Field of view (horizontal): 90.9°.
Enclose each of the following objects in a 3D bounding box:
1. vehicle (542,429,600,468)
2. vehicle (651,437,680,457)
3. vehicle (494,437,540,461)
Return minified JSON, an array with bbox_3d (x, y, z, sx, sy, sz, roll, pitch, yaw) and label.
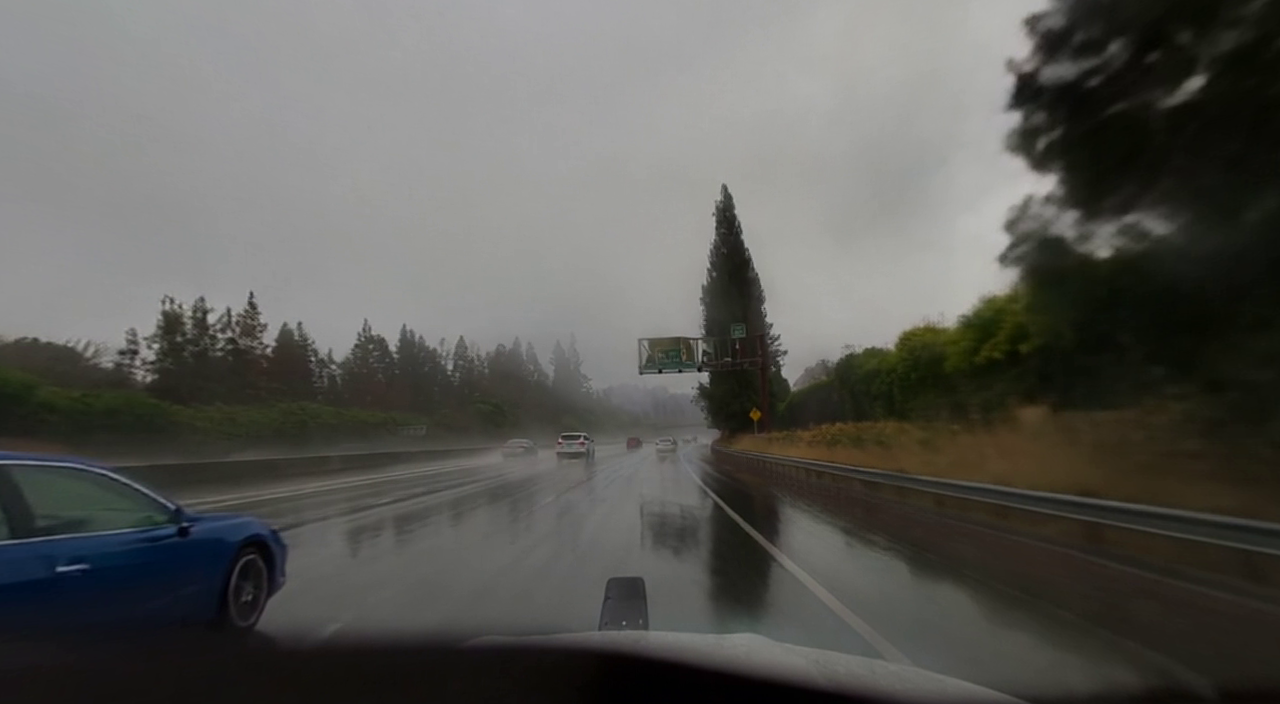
[{"bbox_3d":[-3.258,4.662,30.534,2.071,1.716,4.363,0,-8,3],"label":"vehicle"},{"bbox_3d":[1.972,7.253,48.195,2.113,1.464,4.073,0,-8,4],"label":"vehicle"},{"bbox_3d":[-7.587,6.034,39.320,1.883,1.411,4.053,0,-8,3],"label":"vehicle"}]
